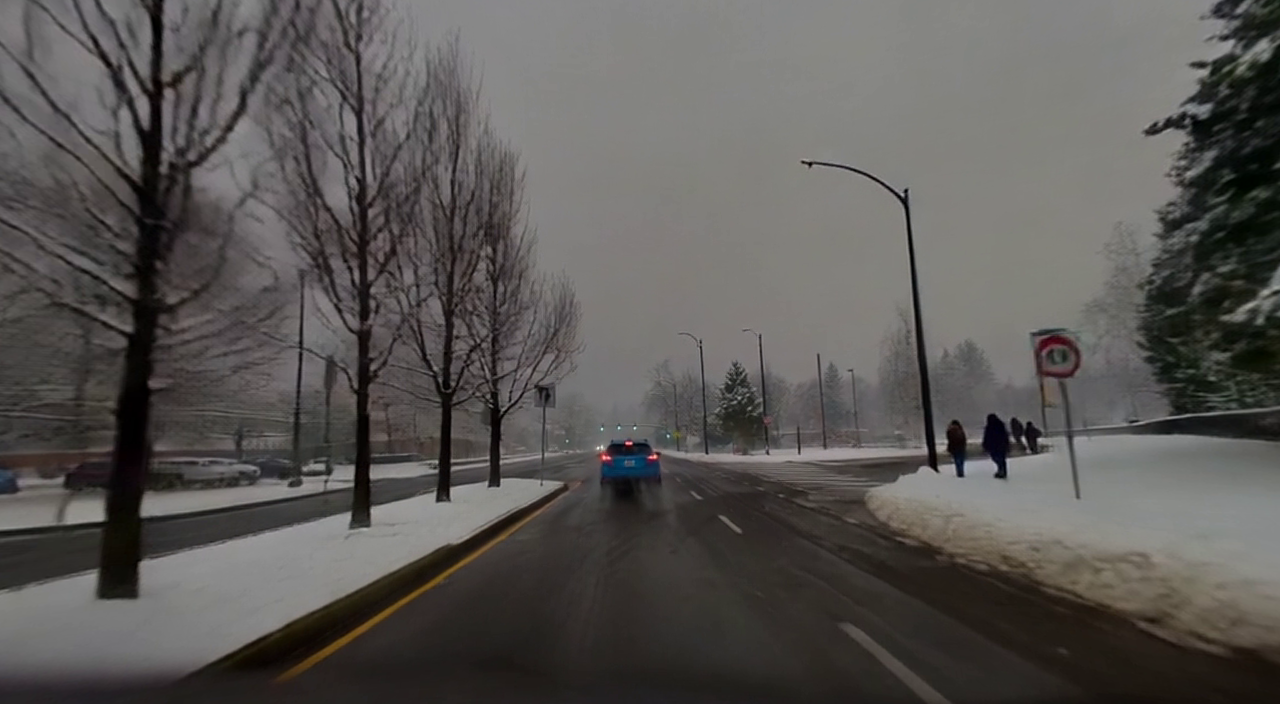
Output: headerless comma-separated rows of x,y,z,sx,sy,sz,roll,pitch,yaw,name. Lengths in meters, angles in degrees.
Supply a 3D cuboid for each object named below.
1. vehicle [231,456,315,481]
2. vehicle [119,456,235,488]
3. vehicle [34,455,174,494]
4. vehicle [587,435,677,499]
-23.018,7.308,39.747,4.086,1.478,1.844,0,-8,-4,vehicle
-23.281,6.027,31.895,4.204,1.522,1.998,0,-8,-3,vehicle
-22.837,5.215,27.063,4.038,1.531,2.015,0,-9,-2,vehicle
-0.209,3.164,17.875,2.221,1.570,4.398,0,-8,-1,vehicle
